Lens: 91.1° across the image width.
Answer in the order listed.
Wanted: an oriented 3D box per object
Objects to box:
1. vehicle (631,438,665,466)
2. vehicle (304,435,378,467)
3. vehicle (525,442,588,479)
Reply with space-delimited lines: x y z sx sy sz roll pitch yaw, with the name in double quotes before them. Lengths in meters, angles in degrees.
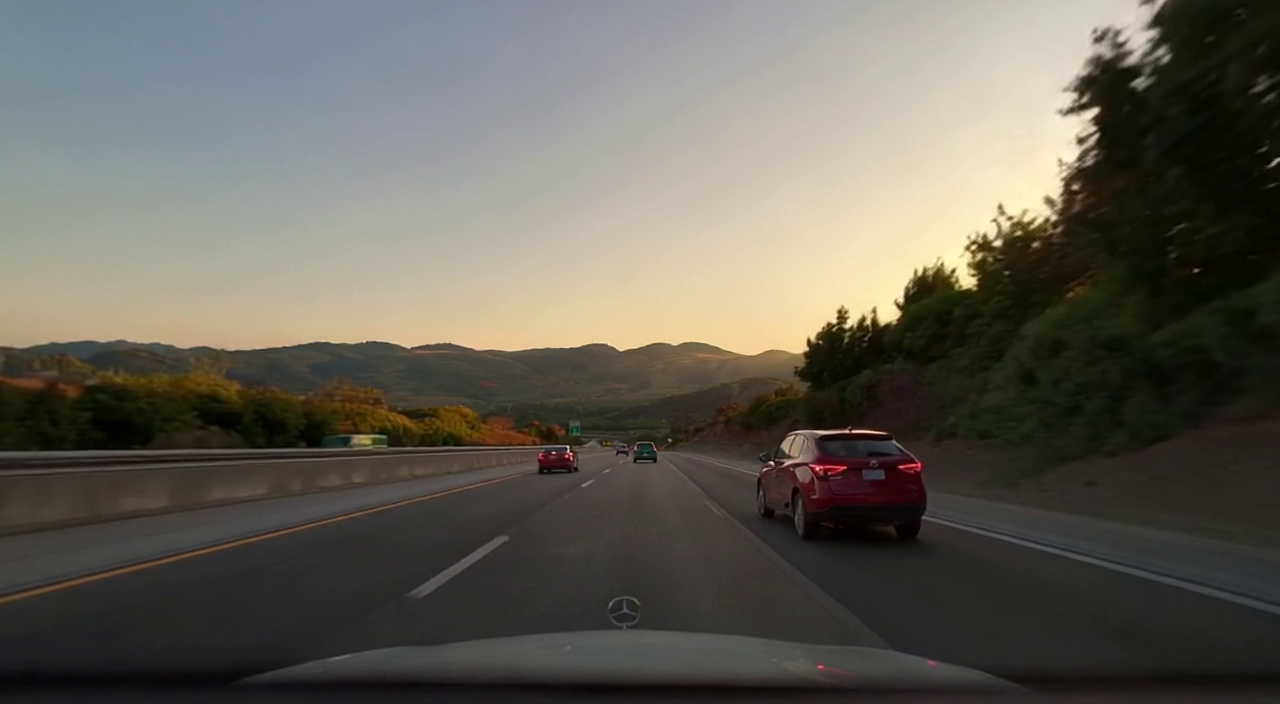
"vehicle" 0.489 6.896 43.405 2.272 1.836 4.866 0 -8 -1
"vehicle" -21.539 7.151 45.546 2.360 2.168 5.853 0 -8 1
"vehicle" -3.578 4.707 27.588 2.082 1.485 4.237 0 -8 2
